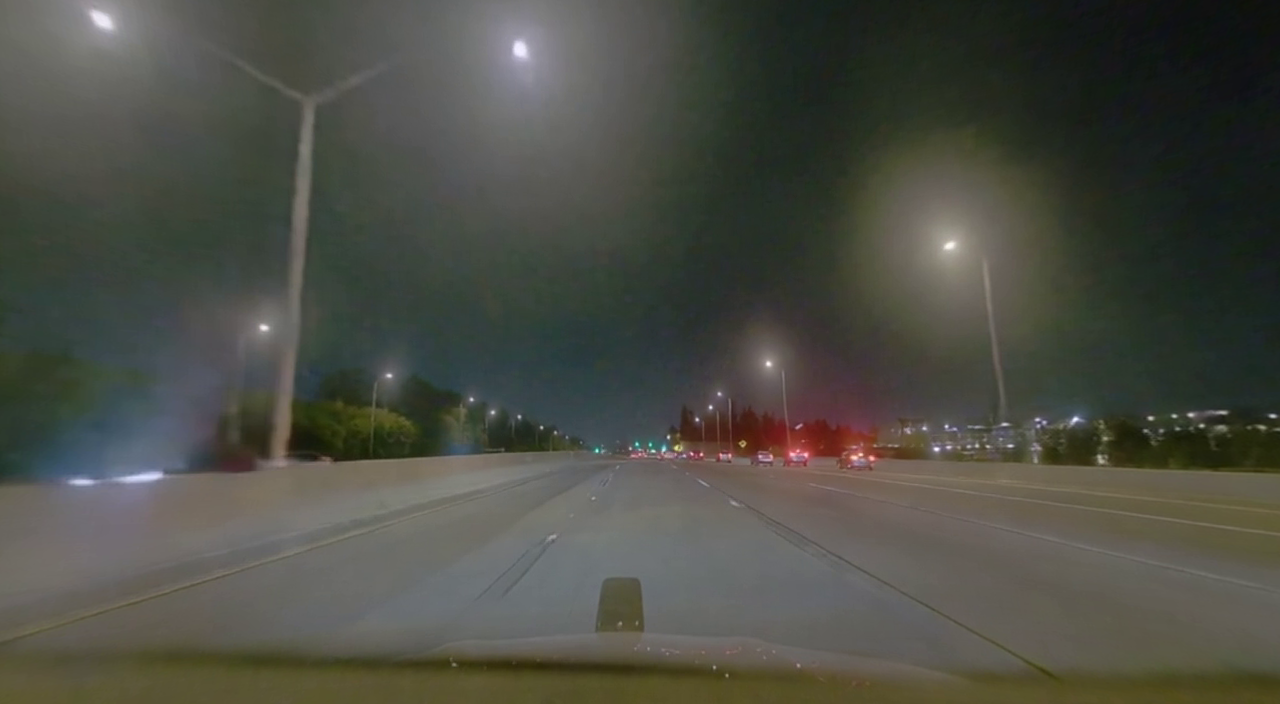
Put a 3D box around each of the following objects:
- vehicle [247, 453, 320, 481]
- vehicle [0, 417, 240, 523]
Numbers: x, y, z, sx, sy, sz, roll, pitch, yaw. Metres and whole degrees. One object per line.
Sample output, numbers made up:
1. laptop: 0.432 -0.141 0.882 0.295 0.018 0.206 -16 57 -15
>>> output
1. vehicle: -20.917 6.727 37.296 1.672 1.402 4.632 0 -7 0
2. vehicle: -9.842 2.046 11.620 1.915 1.524 4.623 0 -8 0
